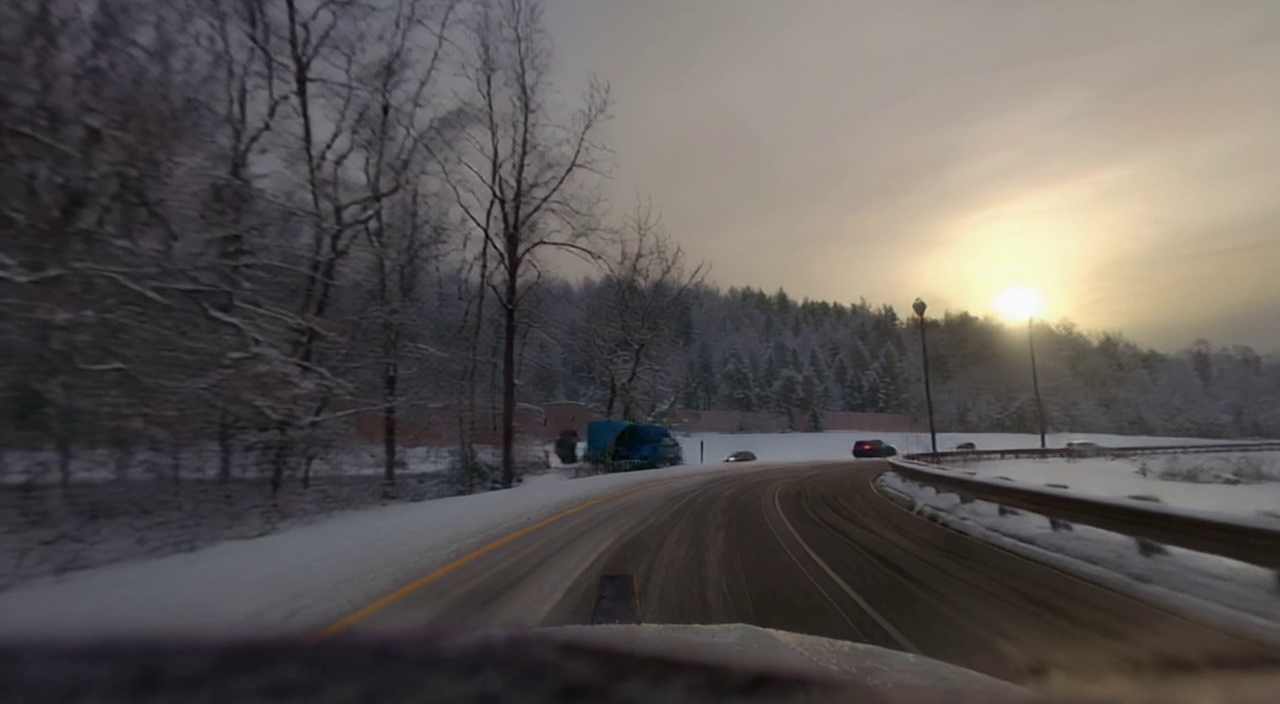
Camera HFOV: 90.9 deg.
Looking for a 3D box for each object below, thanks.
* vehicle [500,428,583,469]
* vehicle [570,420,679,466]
[{"bbox_3d":[-6.357,6.195,40.717,4.784,2.535,2.203,4,-9,-26],"label":"vehicle"},{"bbox_3d":[-0.999,6.271,43.362,7.155,2.942,2.420,4,-9,-26],"label":"vehicle"}]
